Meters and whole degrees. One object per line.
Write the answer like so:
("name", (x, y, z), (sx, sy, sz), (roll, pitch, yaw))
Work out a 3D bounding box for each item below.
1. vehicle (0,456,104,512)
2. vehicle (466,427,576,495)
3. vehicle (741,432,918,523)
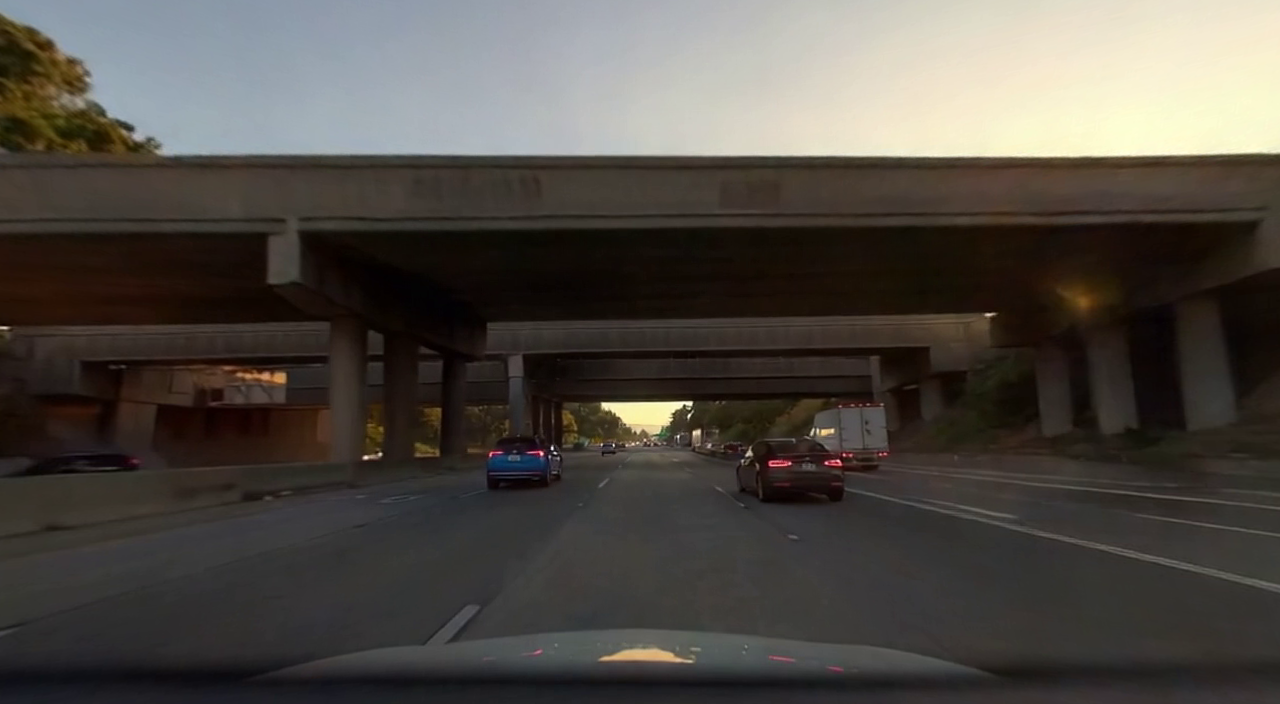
("vehicle", (-19.342, 3.989, 19.293), (1.801, 1.554, 4.584), (0, -9, 0))
("vehicle", (-3.420, 3.287, 19.355), (2.218, 1.764, 5.229), (0, -9, 1))
("vehicle", (3.536, 2.445, 12.874), (2.080, 1.493, 4.674), (0, -9, -1))
